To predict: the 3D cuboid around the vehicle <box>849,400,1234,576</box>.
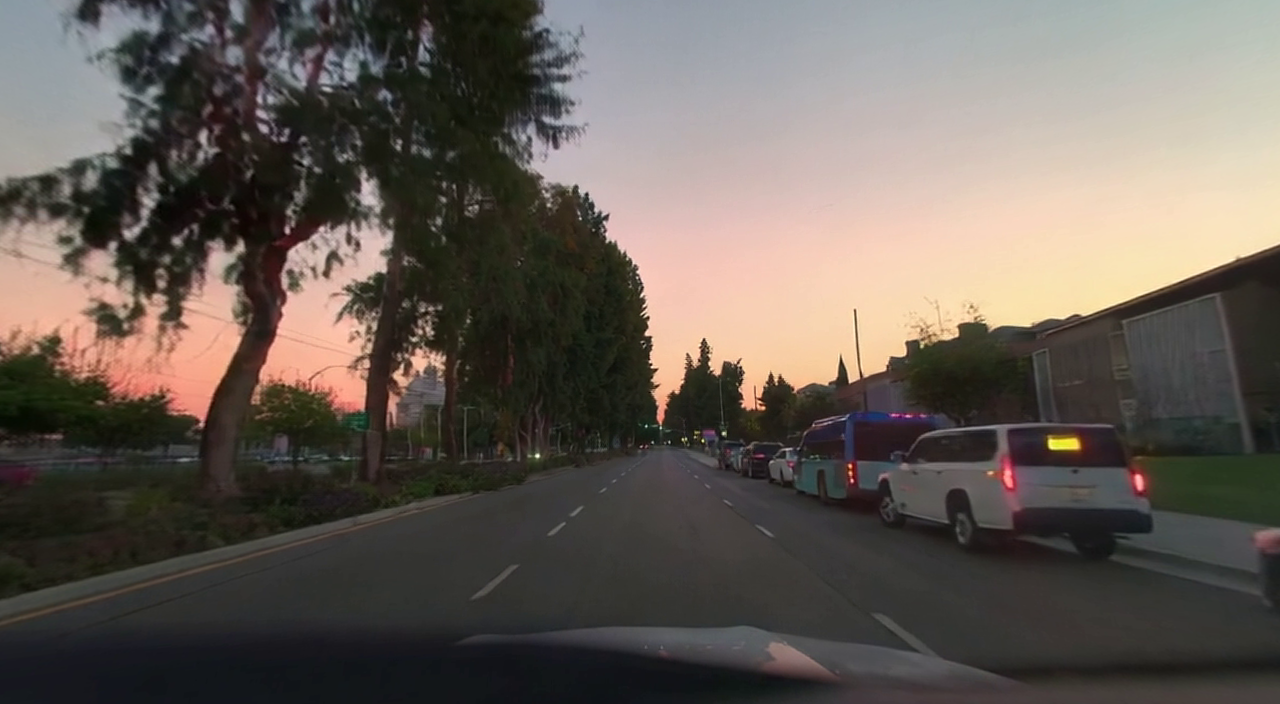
[{"bbox_3d":[4.816,1.715,8.747,2.304,1.760,4.630,0,-8,1],"label":"vehicle"}]
